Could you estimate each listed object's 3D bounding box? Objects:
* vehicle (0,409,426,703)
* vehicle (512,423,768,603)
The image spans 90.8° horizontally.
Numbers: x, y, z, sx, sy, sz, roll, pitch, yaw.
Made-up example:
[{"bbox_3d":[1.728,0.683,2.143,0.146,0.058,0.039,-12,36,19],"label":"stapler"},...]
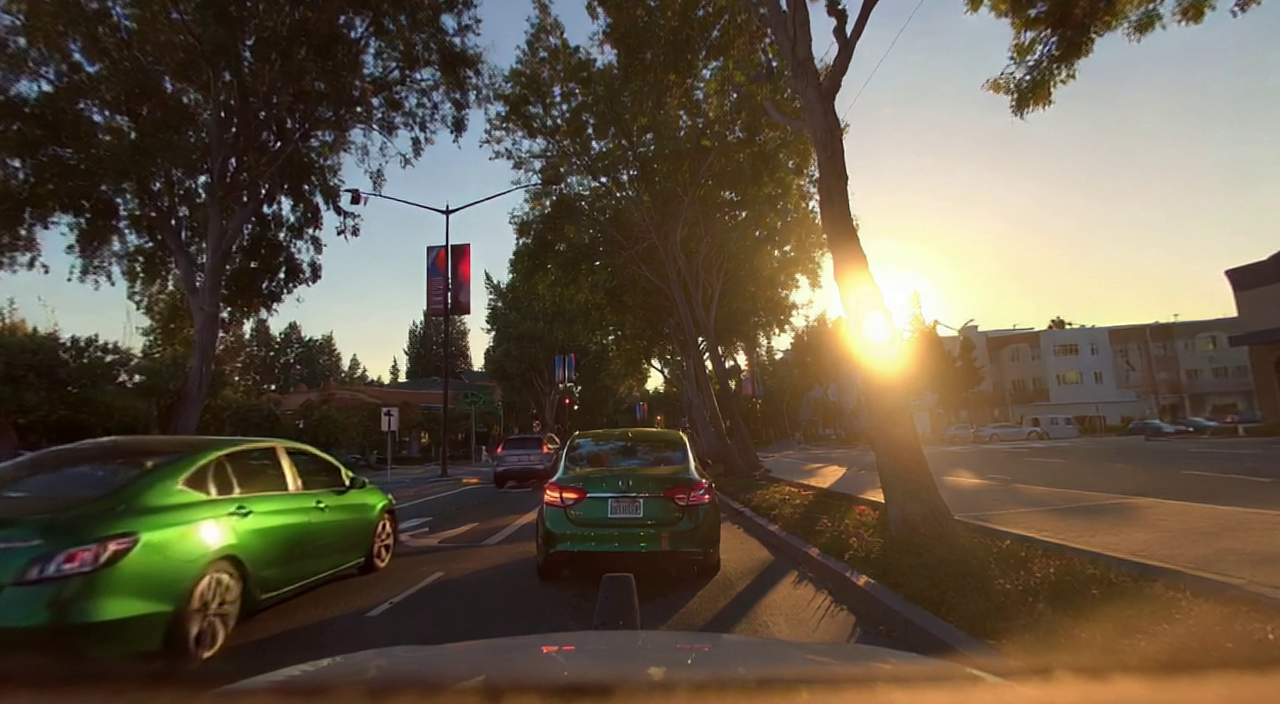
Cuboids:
[{"bbox_3d":[-3.497,1.337,5.099,1.961,1.487,4.453,0,-8,0],"label":"vehicle"},{"bbox_3d":[-0.058,1.635,7.311,2.126,1.475,3.967,0,-8,-2],"label":"vehicle"}]
